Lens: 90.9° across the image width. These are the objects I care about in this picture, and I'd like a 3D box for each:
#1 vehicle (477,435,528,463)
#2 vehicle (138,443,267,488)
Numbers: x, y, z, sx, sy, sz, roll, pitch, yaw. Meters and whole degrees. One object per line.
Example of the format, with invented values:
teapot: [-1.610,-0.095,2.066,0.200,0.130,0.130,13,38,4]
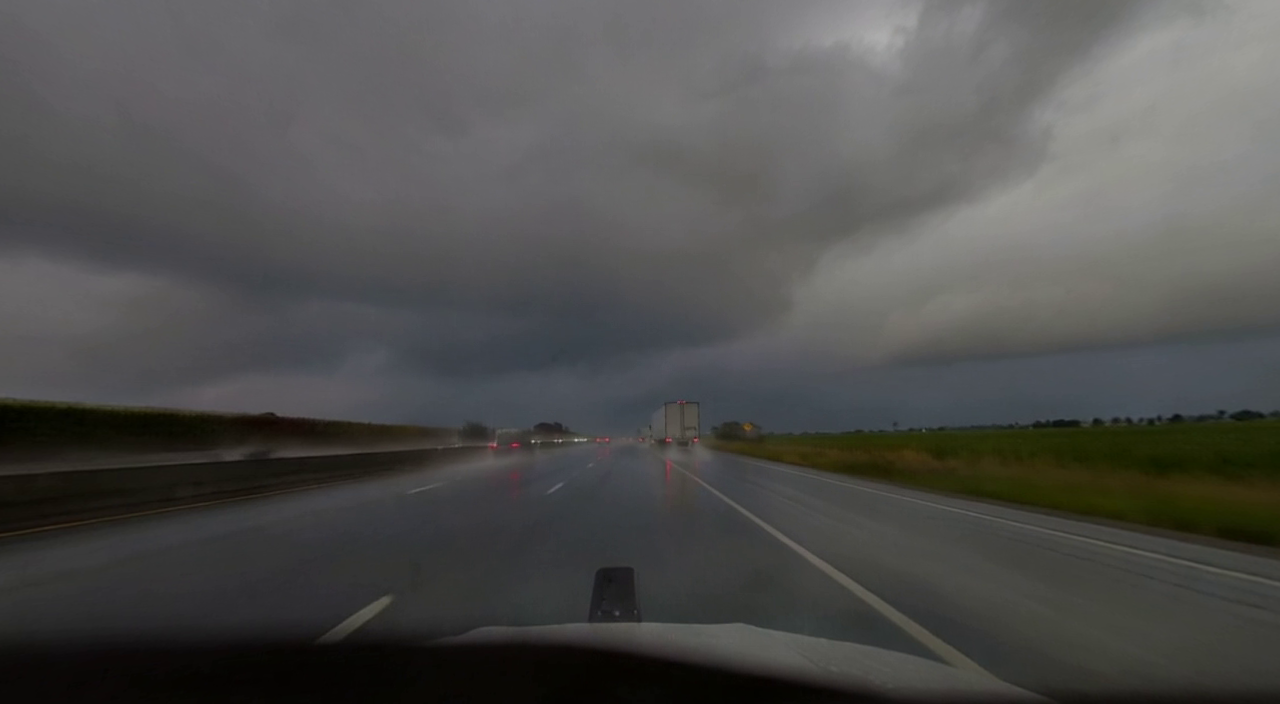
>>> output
vehicle: [-7.757,5.498,35.968,2.018,1.454,4.290,0,-8,-1]
vehicle: [-15.672,4.053,22.868,1.966,1.429,3.890,0,-8,-2]
